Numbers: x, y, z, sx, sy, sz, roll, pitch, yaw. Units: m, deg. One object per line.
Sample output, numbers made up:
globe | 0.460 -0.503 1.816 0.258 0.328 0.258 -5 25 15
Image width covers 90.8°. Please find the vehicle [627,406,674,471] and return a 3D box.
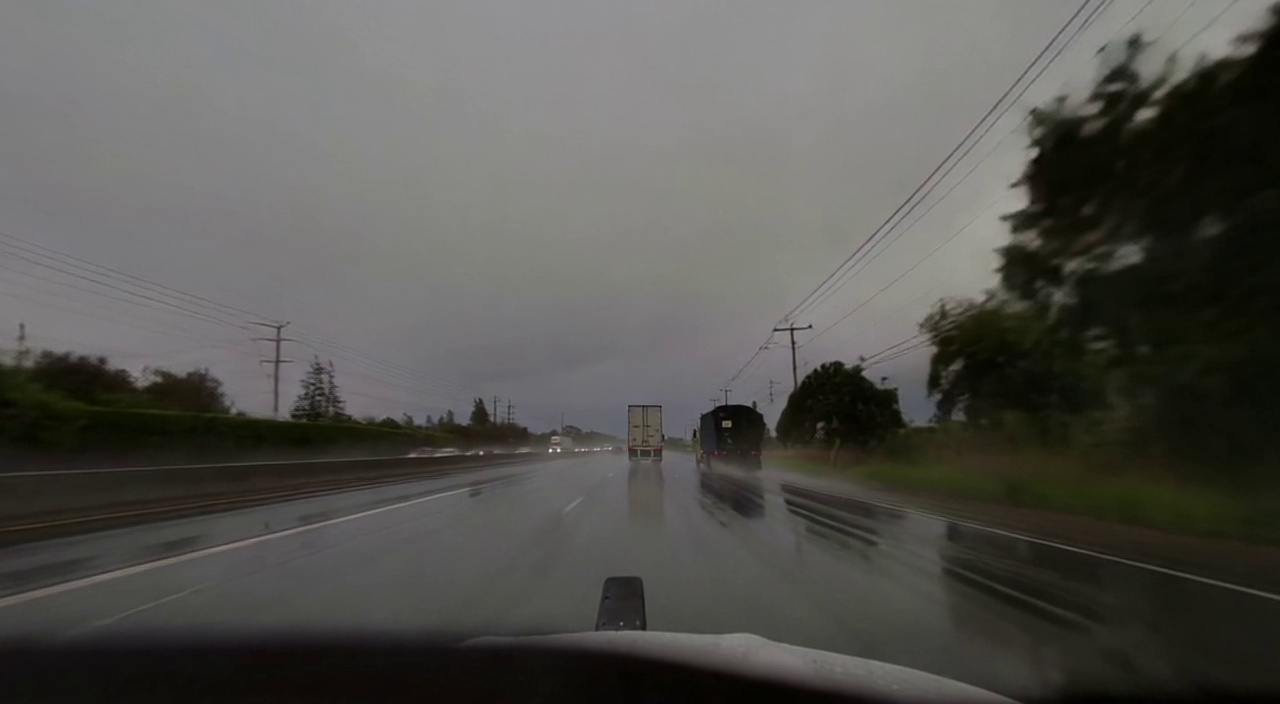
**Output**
vehicle | 0.667 6.572 46.767 2.997 4.076 13.224 0 -9 0

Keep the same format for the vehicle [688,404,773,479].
vehicle | 4.421 4.766 32.979 2.938 3.378 8.820 0 -9 -1
